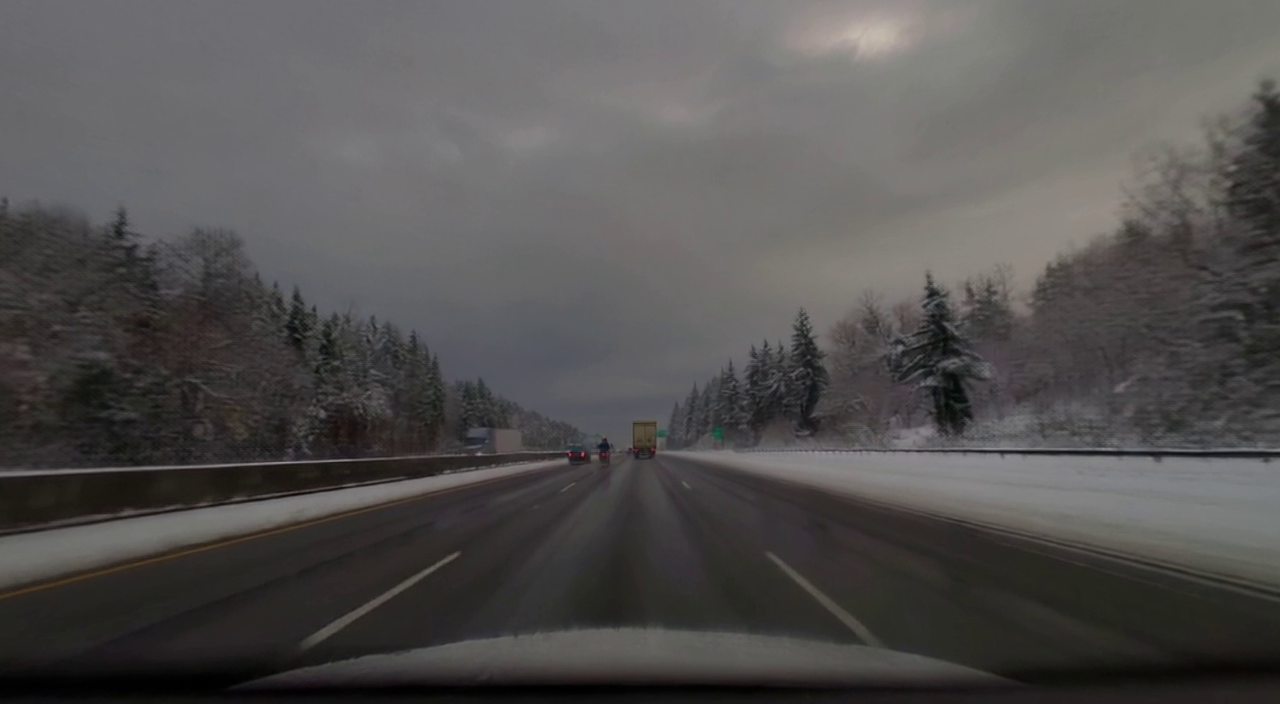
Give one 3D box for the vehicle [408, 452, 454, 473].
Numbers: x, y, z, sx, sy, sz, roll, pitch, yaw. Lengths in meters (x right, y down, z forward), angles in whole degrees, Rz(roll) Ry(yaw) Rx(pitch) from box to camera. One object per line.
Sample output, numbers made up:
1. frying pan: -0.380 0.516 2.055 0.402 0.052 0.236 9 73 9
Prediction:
1. vehicle: -15.907 8.409 48.262 1.845 1.469 4.318 -1 -8 3
